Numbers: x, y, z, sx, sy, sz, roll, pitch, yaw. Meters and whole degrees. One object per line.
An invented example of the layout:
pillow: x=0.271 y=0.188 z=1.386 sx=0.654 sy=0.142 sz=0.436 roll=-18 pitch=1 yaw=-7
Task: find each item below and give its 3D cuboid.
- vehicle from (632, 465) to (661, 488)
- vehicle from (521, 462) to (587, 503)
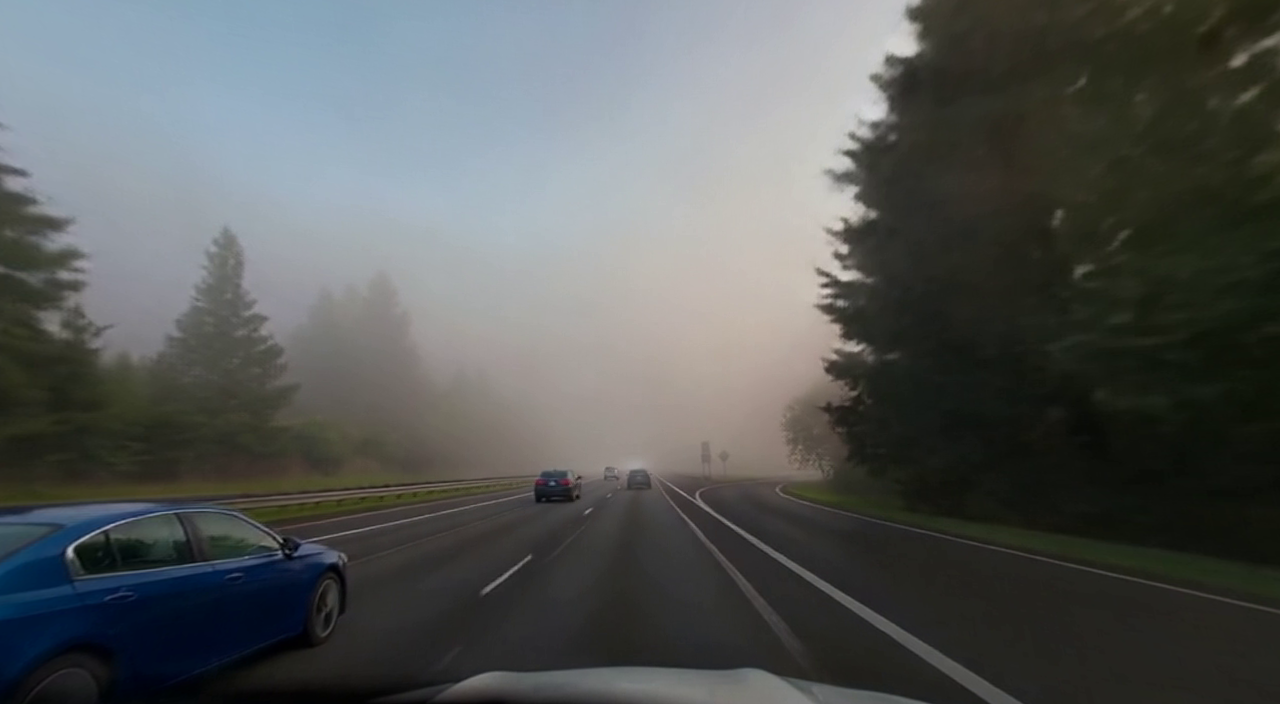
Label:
vehicle: x=0.504 y=9.594 z=48.589 sx=2.065 sy=1.596 sz=3.869 roll=1 pitch=-11 yaw=1
vehicle: x=-3.509 y=5.470 z=26.555 sx=2.047 sy=1.523 sz=4.279 roll=1 pitch=-11 yaw=1
